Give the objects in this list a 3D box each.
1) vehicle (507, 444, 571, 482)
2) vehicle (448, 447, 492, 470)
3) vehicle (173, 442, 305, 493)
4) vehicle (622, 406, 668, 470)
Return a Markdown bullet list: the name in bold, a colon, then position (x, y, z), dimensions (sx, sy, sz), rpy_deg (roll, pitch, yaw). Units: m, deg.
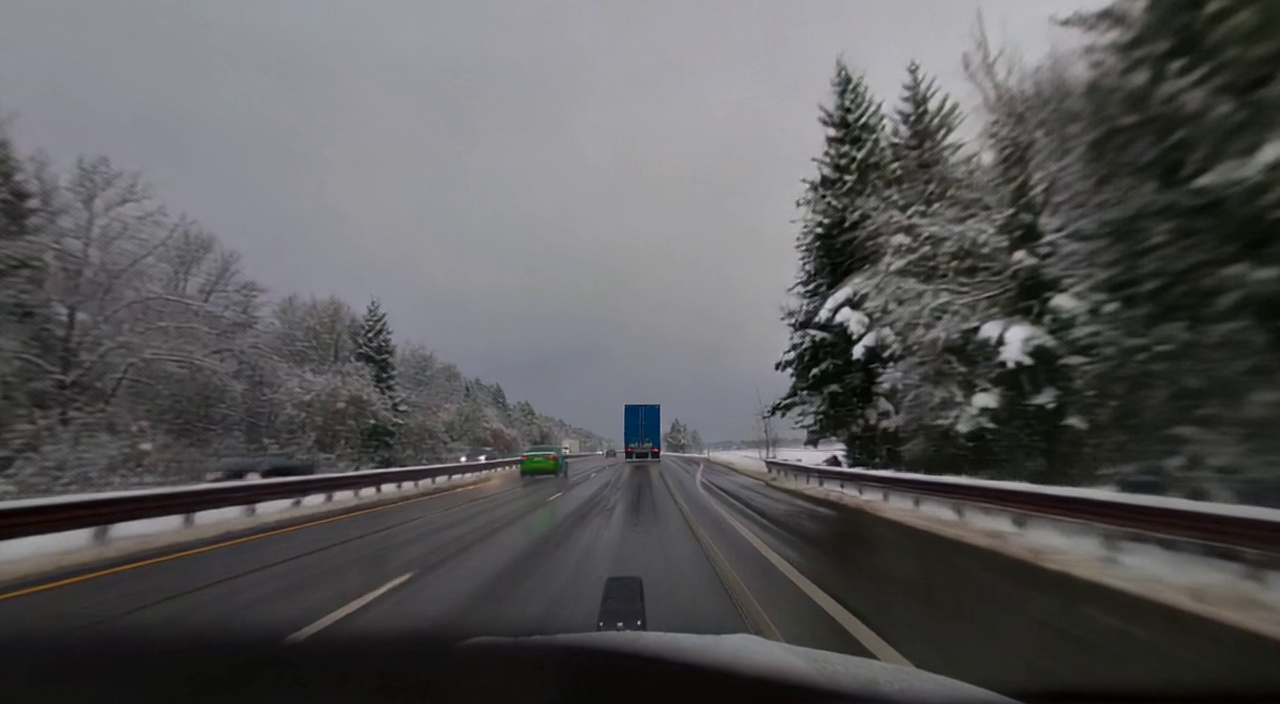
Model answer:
- **vehicle**: position (-4.430, 4.965, 28.480), dimensions (2.051, 1.538, 4.569), rpy_deg (0, -9, 1)
- **vehicle**: position (-13.029, 8.170, 48.576), dimensions (1.985, 1.594, 4.906), rpy_deg (0, -9, 1)
- **vehicle**: position (-13.577, 3.910, 21.689), dimensions (1.828, 1.576, 4.143), rpy_deg (0, -9, -1)
- **vehicle**: position (0.350, 6.114, 44.375), dimensions (2.899, 3.966, 10.053), rpy_deg (0, -8, 0)
